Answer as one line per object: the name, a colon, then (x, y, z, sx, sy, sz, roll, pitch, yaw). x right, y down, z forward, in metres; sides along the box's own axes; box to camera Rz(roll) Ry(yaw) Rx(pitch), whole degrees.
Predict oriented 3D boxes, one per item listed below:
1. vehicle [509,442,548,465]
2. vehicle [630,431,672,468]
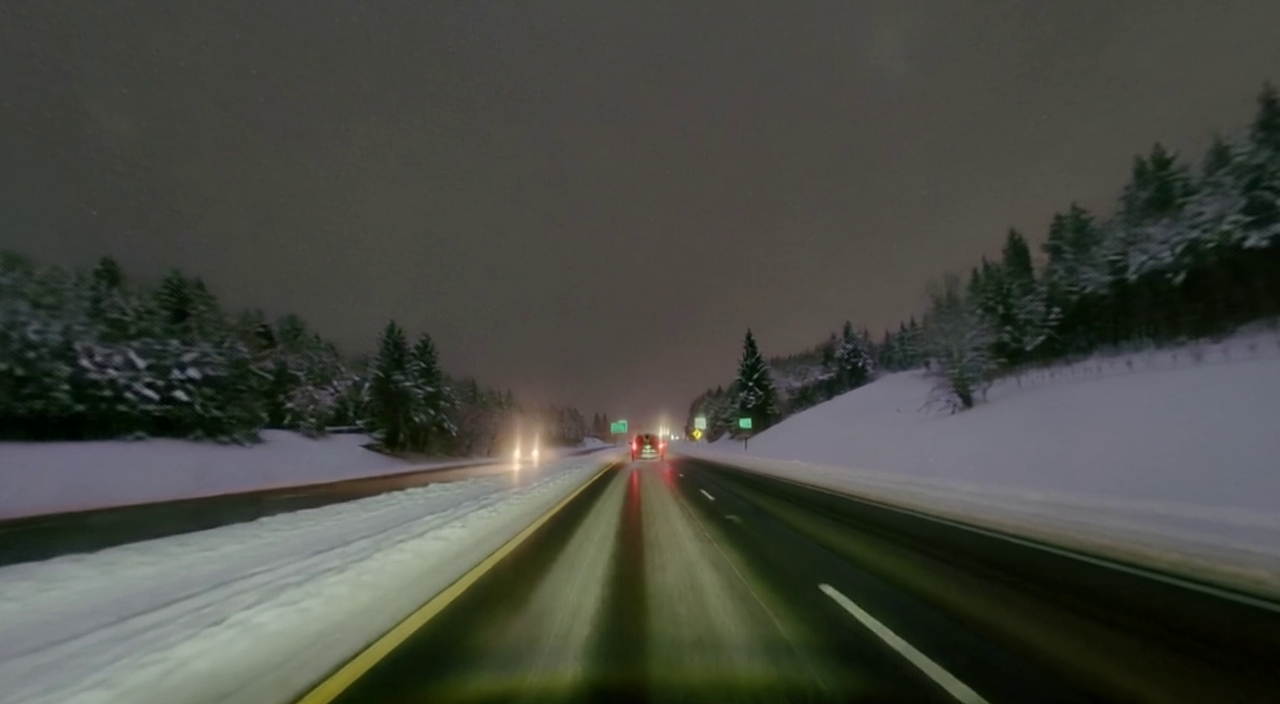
vehicle: (-7.694, 7.024, 43.759, 1.899, 1.513, 4.382, 0, -8, 1)
vehicle: (0.650, 5.643, 36.599, 2.301, 1.944, 4.554, 0, -8, 1)
